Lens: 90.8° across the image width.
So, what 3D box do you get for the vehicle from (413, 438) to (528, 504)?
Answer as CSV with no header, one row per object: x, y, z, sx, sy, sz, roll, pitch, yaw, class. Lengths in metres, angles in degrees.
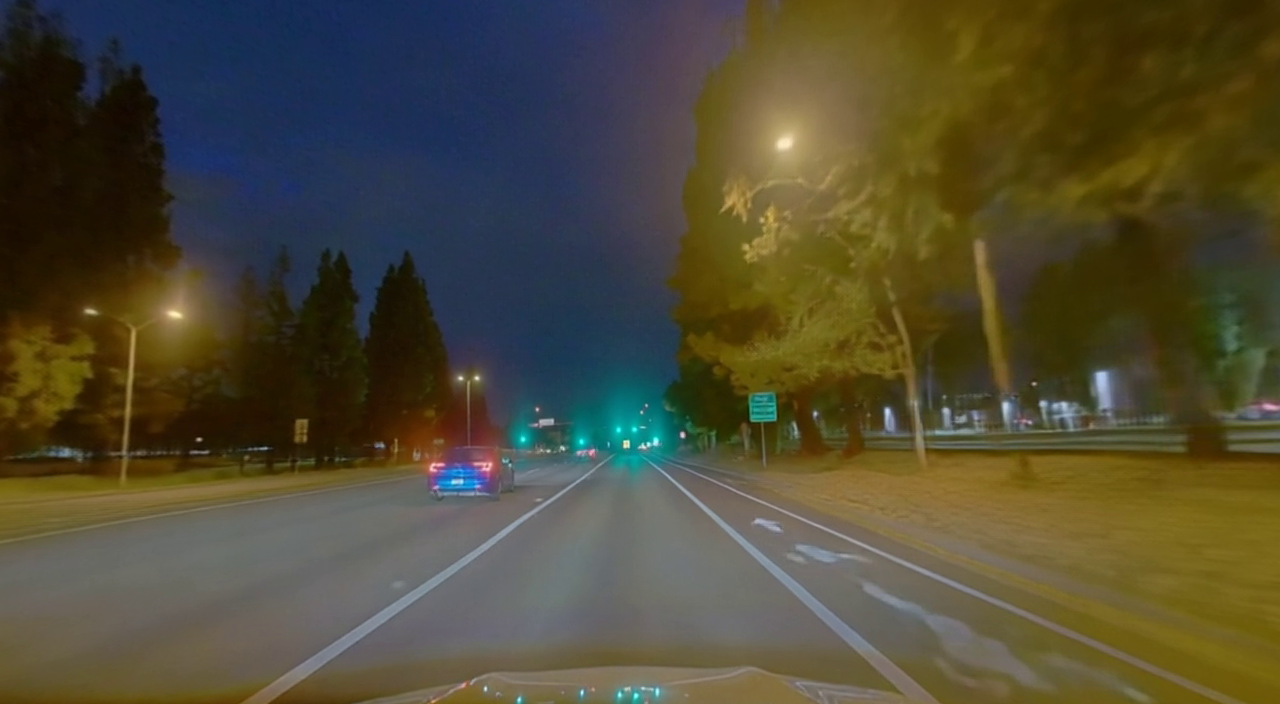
-4.217,2.995,16.403,1.964,1.472,4.078,0,-8,-2,vehicle
